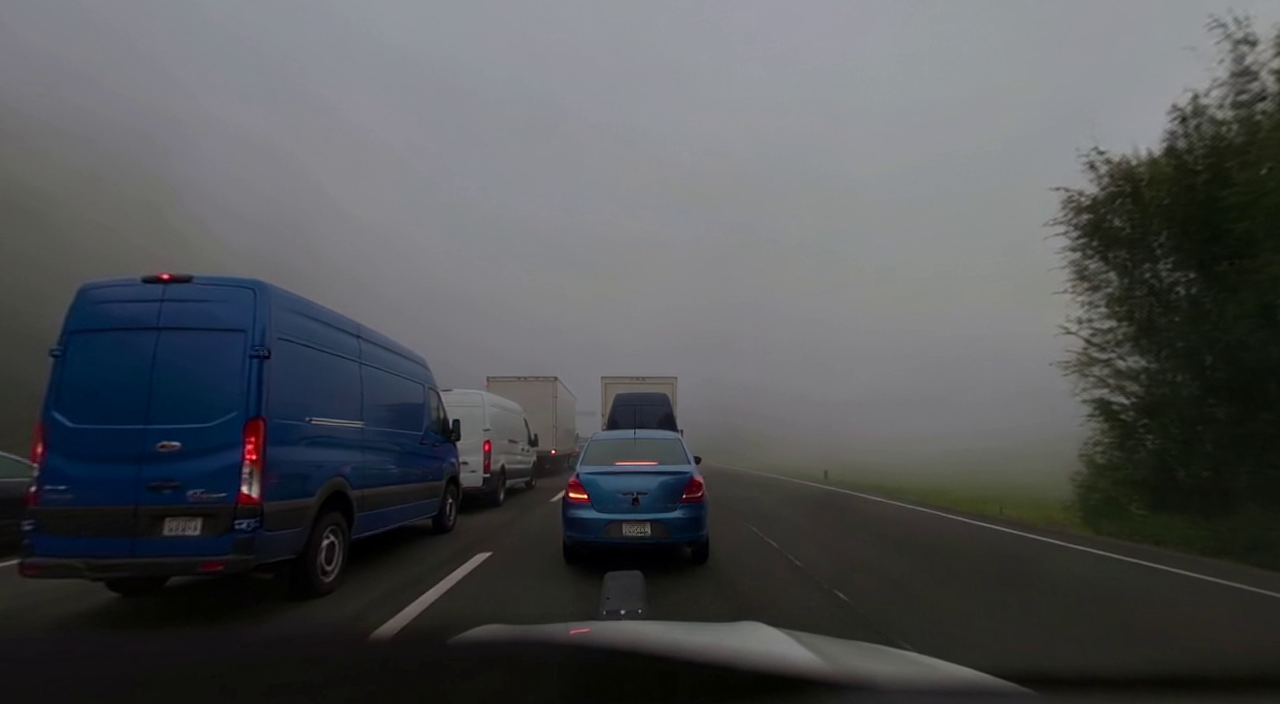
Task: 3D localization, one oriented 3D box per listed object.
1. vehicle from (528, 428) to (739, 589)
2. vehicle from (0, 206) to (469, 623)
[{"bbox_3d":[-0.088,1.752,7.743,1.995,1.495,3.380,0,-9,-1],"label":"vehicle"},{"bbox_3d":[-4.049,0.871,7.673,2.254,2.879,6.656,0,-9,-2],"label":"vehicle"}]
